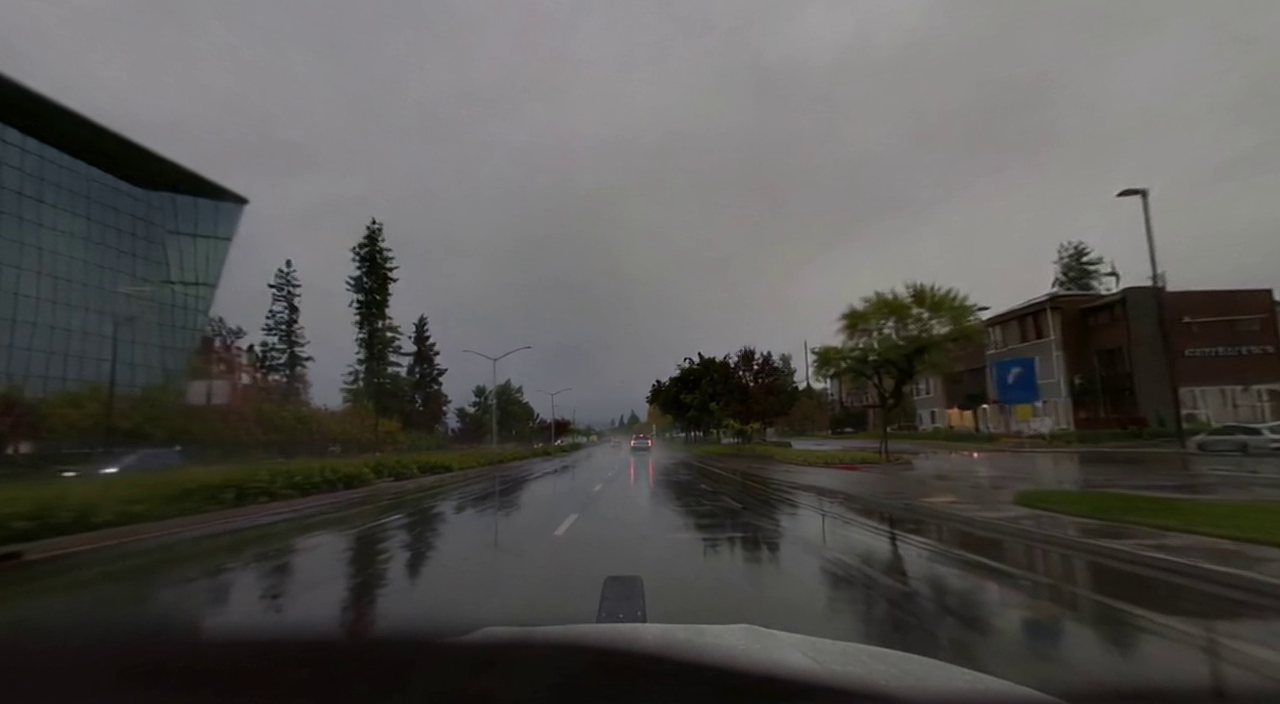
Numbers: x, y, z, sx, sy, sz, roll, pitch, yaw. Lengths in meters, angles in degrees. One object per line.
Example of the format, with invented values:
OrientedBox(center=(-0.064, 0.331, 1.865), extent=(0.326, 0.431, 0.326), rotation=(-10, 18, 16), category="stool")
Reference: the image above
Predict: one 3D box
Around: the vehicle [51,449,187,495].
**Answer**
OrientedBox(center=(-20.754, 4.759, 25.466), extent=(1.835, 1.606, 4.289), rotation=(0, -8, -1), category="vehicle")
